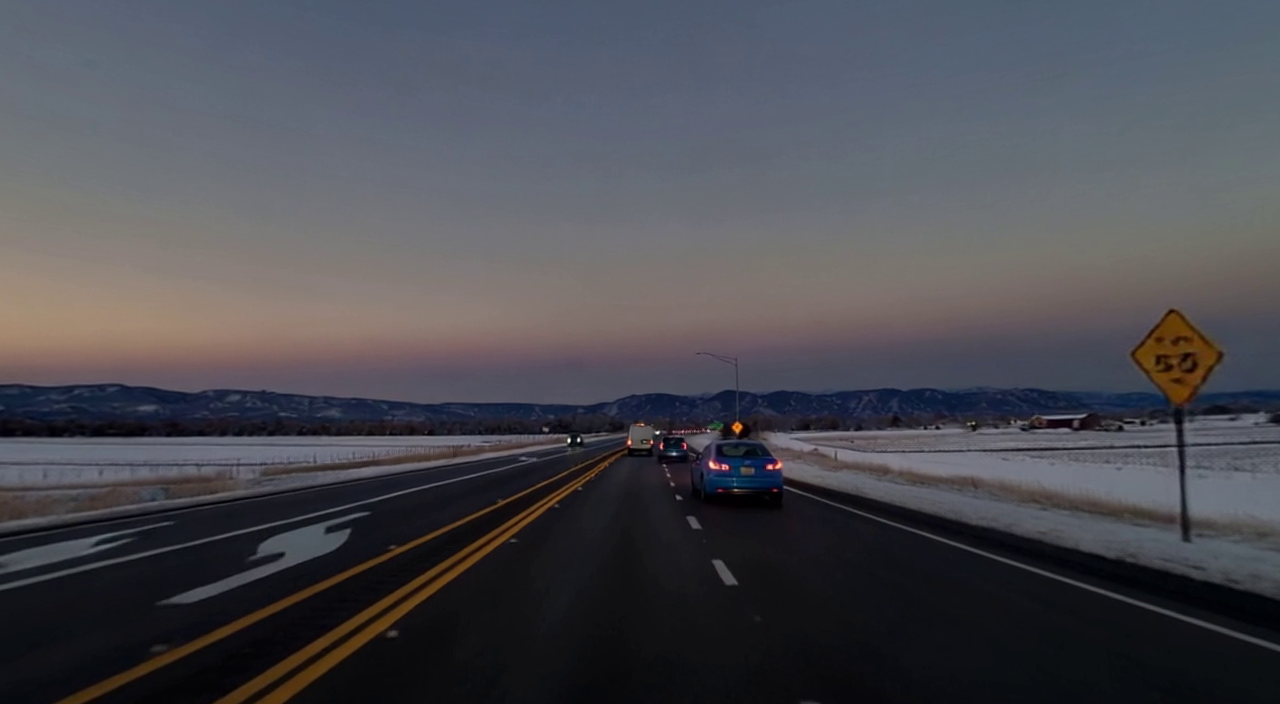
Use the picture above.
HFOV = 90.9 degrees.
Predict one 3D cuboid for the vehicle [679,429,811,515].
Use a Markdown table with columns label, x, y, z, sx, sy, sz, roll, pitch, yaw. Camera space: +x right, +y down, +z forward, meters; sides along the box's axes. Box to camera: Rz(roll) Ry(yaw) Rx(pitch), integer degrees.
| label | x | y | z | sx | sy | sz | roll | pitch | yaw |
| --- | --- | --- | --- | --- | --- | --- | --- | --- | --- |
| vehicle | 2.036 | 2.469 | 13.469 | 2.007 | 1.534 | 3.976 | 0 | -8 | -2 |

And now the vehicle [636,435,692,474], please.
| label | x | y | z | sx | sy | sz | roll | pitch | yaw |
| --- | --- | --- | --- | --- | --- | --- | --- | --- | --- |
| vehicle | 0.946 | 4.400 | 27.251 | 2.026 | 1.531 | 4.273 | 0 | -8 | -3 |
